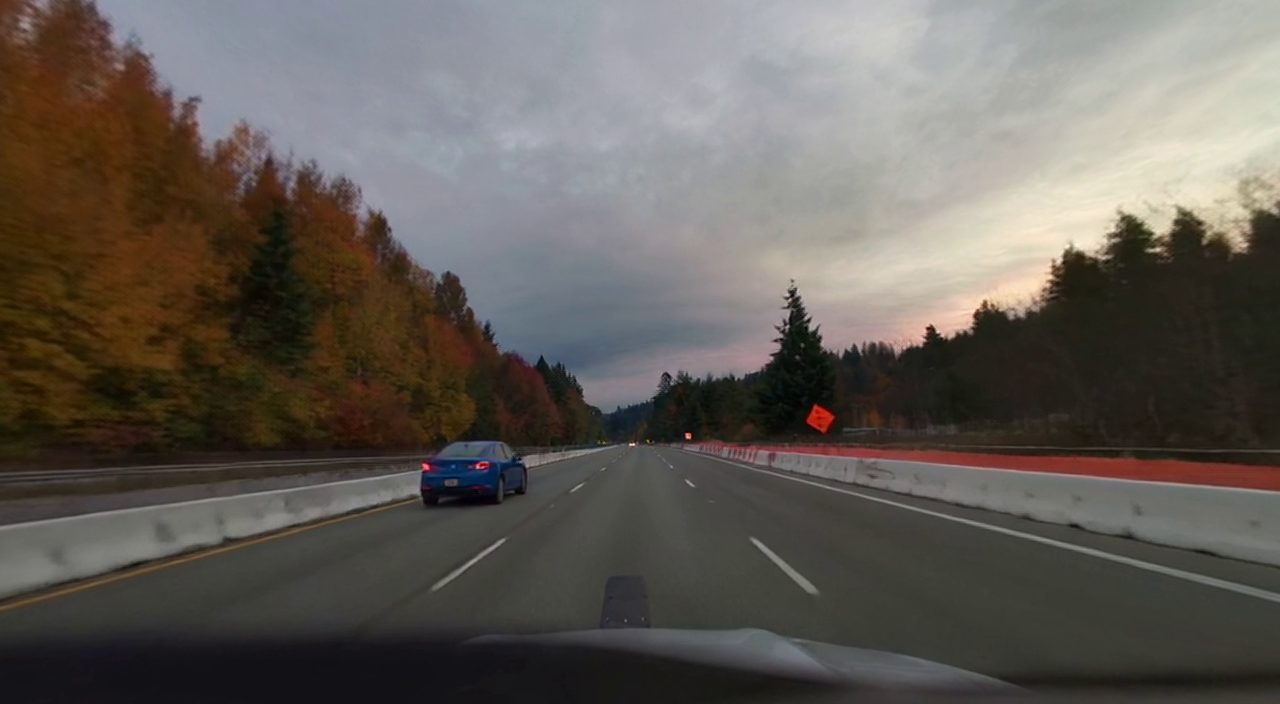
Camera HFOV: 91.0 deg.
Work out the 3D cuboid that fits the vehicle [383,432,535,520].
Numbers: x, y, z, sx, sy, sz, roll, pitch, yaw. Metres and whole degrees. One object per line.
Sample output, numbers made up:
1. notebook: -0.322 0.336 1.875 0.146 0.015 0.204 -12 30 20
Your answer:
1. vehicle: -3.509 2.462 13.057 1.902 1.505 4.016 0 -8 1
